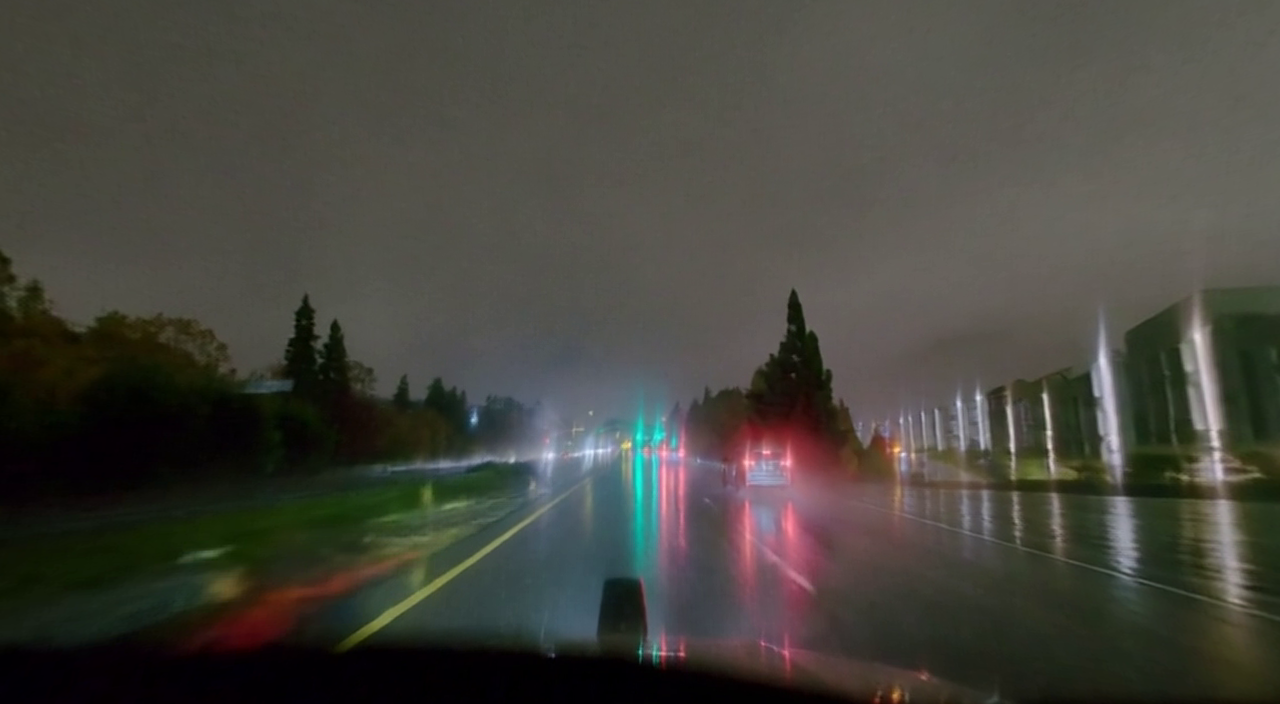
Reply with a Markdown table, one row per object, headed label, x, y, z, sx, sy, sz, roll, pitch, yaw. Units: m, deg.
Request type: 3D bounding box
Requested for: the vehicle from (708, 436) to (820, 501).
| label | x | y | z | sx | sy | sz | roll | pitch | yaw |
| --- | --- | --- | --- | --- | --- | --- | --- | --- | --- |
| vehicle | 3.215 | 3.119 | 17.347 | 2.042 | 1.518 | 4.477 | 0 | -9 | -1 |
